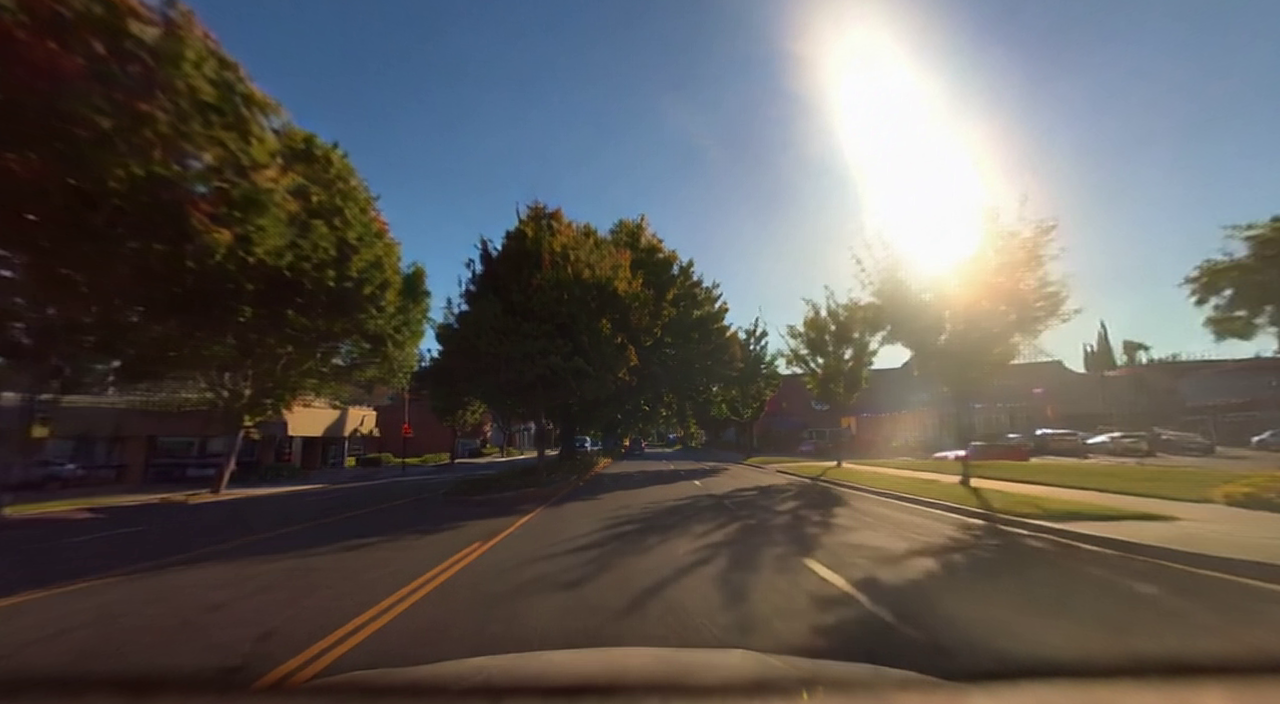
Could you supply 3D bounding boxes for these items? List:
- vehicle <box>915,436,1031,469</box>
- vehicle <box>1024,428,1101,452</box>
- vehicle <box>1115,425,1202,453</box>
[{"bbox_3d":[16.767,5.075,31.968,4.665,1.570,2.080,0,-8,0],"label":"vehicle"},{"bbox_3d":[31.533,6.591,47.414,2.015,1.681,5.292,0,-8,-2],"label":"vehicle"},{"bbox_3d":[34.342,5.817,42.045,1.843,1.774,4.626,0,-8,0],"label":"vehicle"}]
